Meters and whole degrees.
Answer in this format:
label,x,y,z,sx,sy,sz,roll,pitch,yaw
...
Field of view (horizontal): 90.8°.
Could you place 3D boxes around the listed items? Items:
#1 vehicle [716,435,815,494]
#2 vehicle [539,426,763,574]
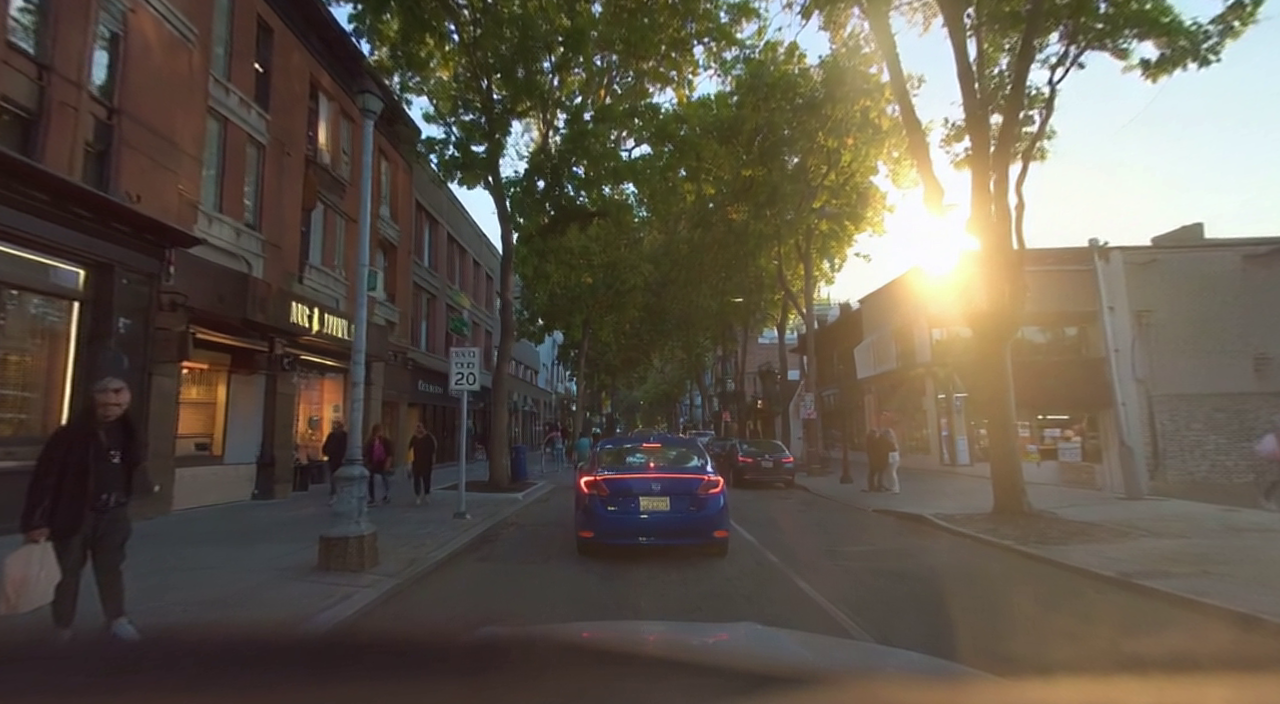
label,x,y,z,sx,sy,sz,roll,pitch,yaw
vehicle,3.600,3.323,19.009,2.025,1.523,4.426,0,-9,-1
vehicle,0.084,1.809,8.515,2.261,1.474,4.130,0,-9,-1
